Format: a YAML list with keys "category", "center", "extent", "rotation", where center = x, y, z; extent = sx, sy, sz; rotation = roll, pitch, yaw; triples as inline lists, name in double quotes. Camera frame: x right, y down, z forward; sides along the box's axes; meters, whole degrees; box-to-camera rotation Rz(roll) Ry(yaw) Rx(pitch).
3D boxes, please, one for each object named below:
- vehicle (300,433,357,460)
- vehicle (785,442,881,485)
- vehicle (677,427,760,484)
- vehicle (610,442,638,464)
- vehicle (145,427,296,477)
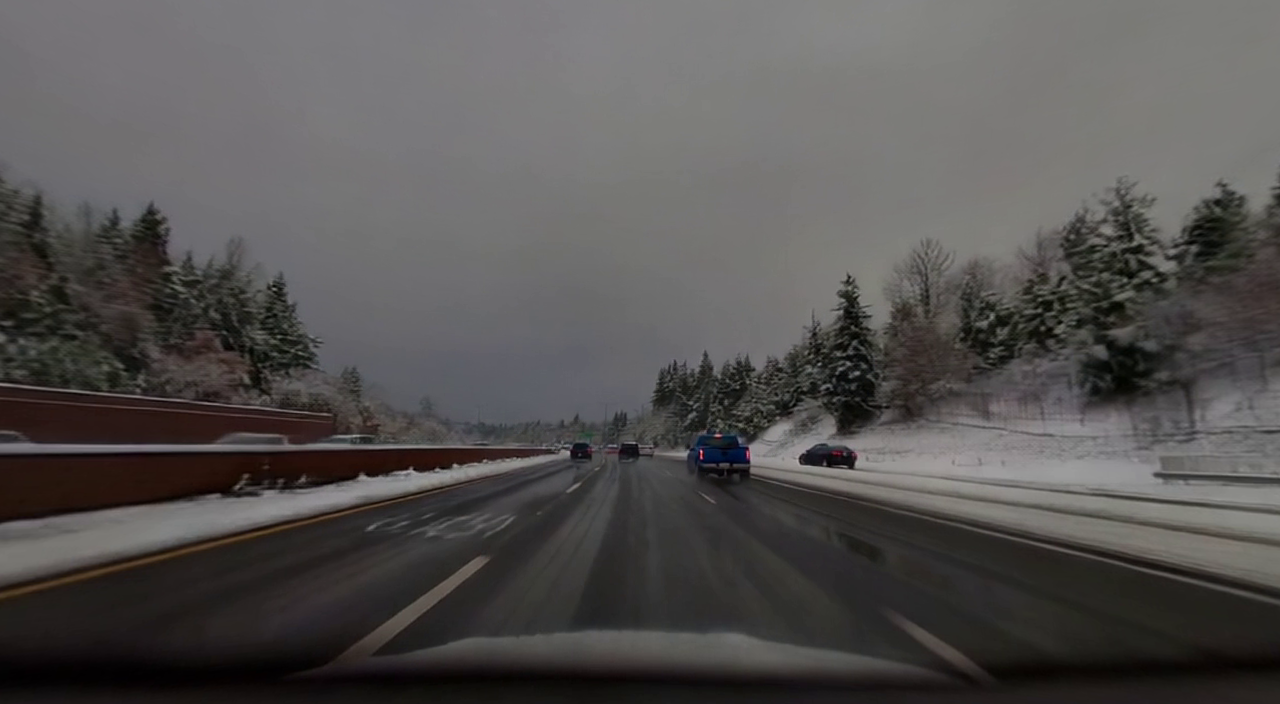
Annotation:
- category: "vehicle"
  center: [-23.027, 7.007, 46.835]
  extent: [2.101, 1.868, 4.631]
  rotation: [0, -8, -3]
- category: "vehicle"
  center: [7.304, 4.261, 24.535]
  extent: [1.976, 1.485, 4.925]
  rotation: [0, -8, -3]
- category: "vehicle"
  center: [2.911, 4.017, 24.802]
  extent: [2.374, 1.952, 5.431]
  rotation: [0, -8, -2]
- category: "vehicle"
  center: [-1.281, 7.795, 48.938]
  extent: [2.050, 1.607, 3.821]
  rotation: [0, -8, -3]
- category: "vehicle"
  center: [-13.878, 3.346, 21.275]
  extent: [2.044, 1.488, 4.527]
  rotation: [0, -8, -1]
